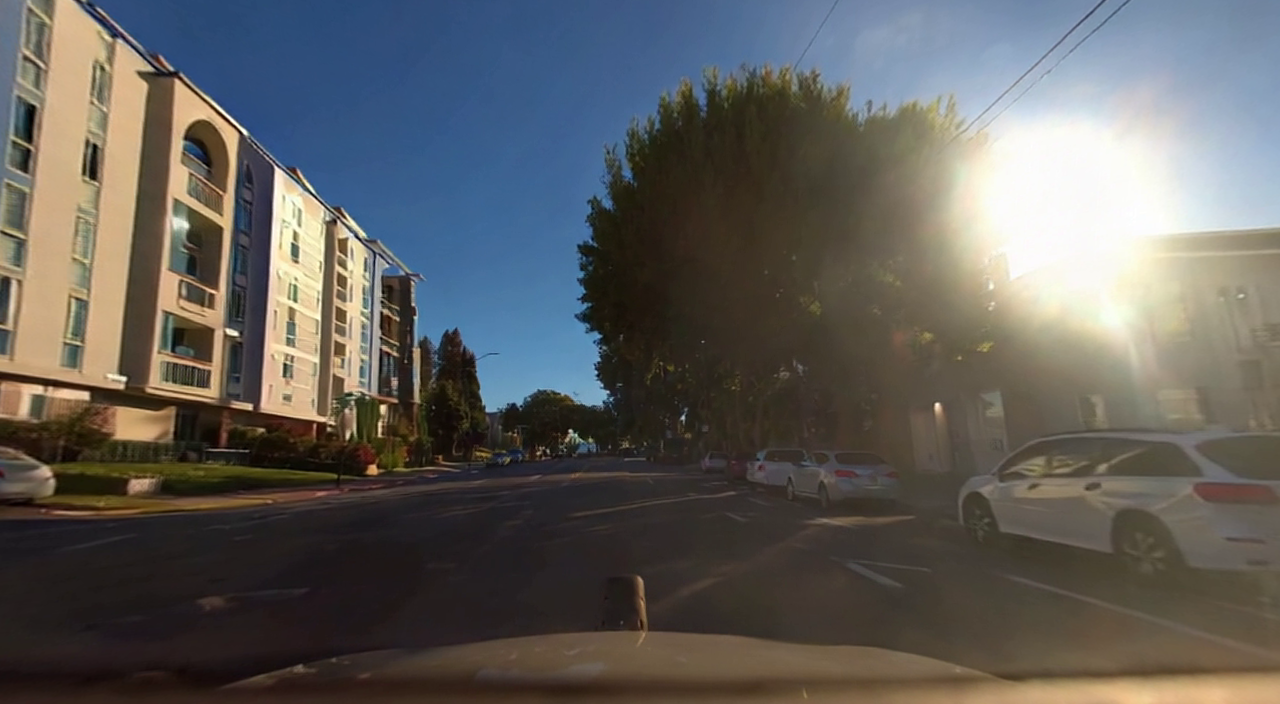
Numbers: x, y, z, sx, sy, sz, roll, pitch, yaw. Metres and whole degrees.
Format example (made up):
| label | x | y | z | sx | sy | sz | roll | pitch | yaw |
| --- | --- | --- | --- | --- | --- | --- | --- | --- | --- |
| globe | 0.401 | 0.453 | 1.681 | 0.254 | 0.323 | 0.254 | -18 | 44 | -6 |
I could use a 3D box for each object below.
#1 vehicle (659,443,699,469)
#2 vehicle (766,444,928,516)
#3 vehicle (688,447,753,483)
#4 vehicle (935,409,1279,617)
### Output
| label | x | y | z | sx | sy | sz | roll | pitch | yaw |
| --- | --- | --- | --- | --- | --- | --- | --- | --- | --- |
| vehicle | 2.710 | 7.334 | 44.739 | 2.386 | 1.752 | 4.376 | 0 | -8 | -2 |
| vehicle | 5.081 | 3.197 | 16.432 | 2.122 | 1.554 | 4.777 | 1 | -9 | -7 |
| vehicle | 3.560 | 5.087 | 28.768 | 1.901 | 1.495 | 4.340 | 1 | -8 | -6 |
| vehicle | 5.960 | 1.690 | 7.667 | 1.917 | 1.704 | 4.840 | 1 | -9 | -7 |
